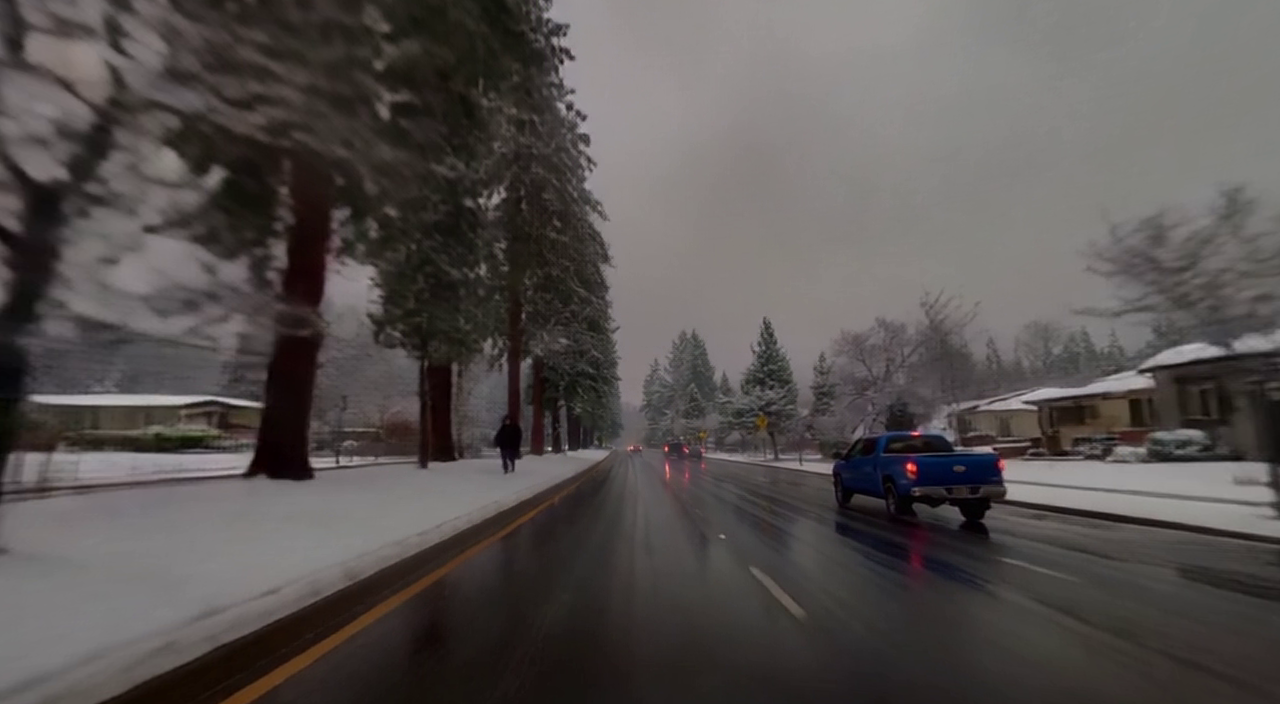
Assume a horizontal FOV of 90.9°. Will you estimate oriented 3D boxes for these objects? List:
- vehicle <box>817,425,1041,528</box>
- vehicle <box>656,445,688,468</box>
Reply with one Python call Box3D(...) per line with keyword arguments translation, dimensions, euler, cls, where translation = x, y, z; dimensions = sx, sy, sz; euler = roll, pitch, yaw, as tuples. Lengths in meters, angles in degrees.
Box3D(translation=(5.919, 2.644, 14.029), dimensions=(2.262, 1.769, 5.666), euler=(1, -9, -1), cls="vehicle")
Box3D(translation=(2.398, 8.000, 48.437), dimensions=(2.061, 1.632, 4.222), euler=(1, -9, -2), cls="vehicle")
